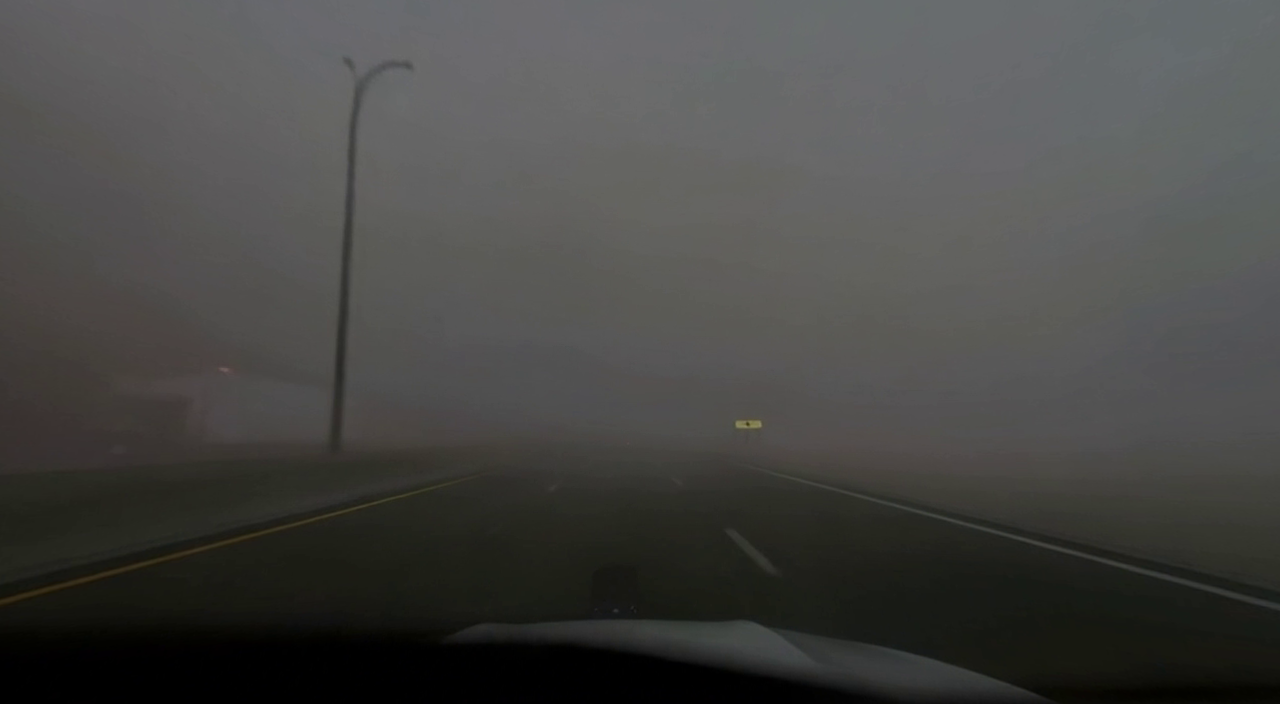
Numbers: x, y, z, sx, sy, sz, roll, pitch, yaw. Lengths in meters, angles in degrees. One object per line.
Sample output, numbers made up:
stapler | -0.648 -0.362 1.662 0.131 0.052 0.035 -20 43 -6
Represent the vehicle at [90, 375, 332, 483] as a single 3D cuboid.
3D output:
vehicle | -18.414 3.573 28.733 3.006 3.914 11.500 0 -8 -1
